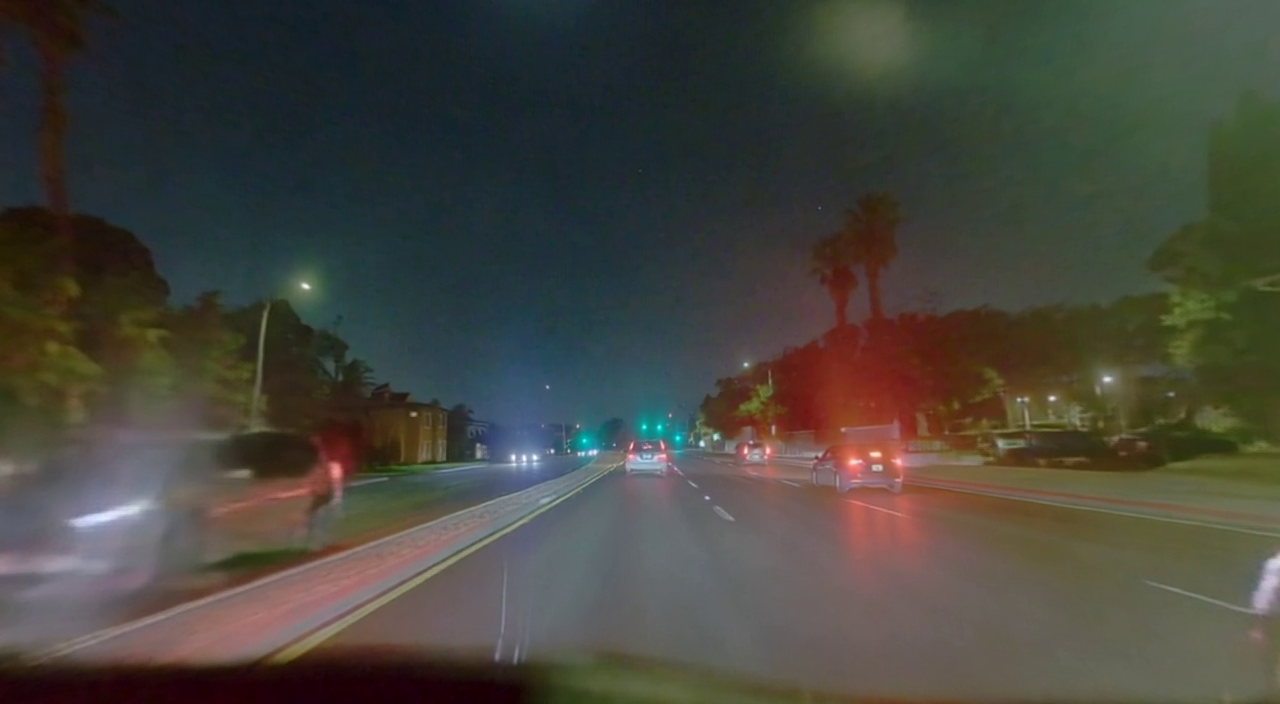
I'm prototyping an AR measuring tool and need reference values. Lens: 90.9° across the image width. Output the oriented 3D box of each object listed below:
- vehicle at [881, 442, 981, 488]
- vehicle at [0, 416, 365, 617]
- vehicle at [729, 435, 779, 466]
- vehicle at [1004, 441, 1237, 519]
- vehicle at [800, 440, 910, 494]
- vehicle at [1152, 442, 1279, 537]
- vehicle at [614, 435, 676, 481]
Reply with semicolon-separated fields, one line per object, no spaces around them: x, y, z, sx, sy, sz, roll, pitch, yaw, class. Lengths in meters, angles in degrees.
11.372;4.406;25.025;1.867;1.540;4.708;3;-9;1;vehicle
-5.351;1.715;7.585;2.033;1.658;4.472;-1;-8;0;vehicle
7.868;6.885;44.146;2.436;2.010;5.595;0;-8;0;vehicle
11.136;2.954;15.169;1.978;1.551;4.560;0;-9;0;vehicle
6.526;3.503;19.688;1.897;1.477;4.360;0;-8;0;vehicle
10.970;2.221;10.090;1.854;1.477;4.525;2;-8;1;vehicle
0.172;4.222;25.371;2.289;1.679;4.180;0;-8;-1;vehicle
